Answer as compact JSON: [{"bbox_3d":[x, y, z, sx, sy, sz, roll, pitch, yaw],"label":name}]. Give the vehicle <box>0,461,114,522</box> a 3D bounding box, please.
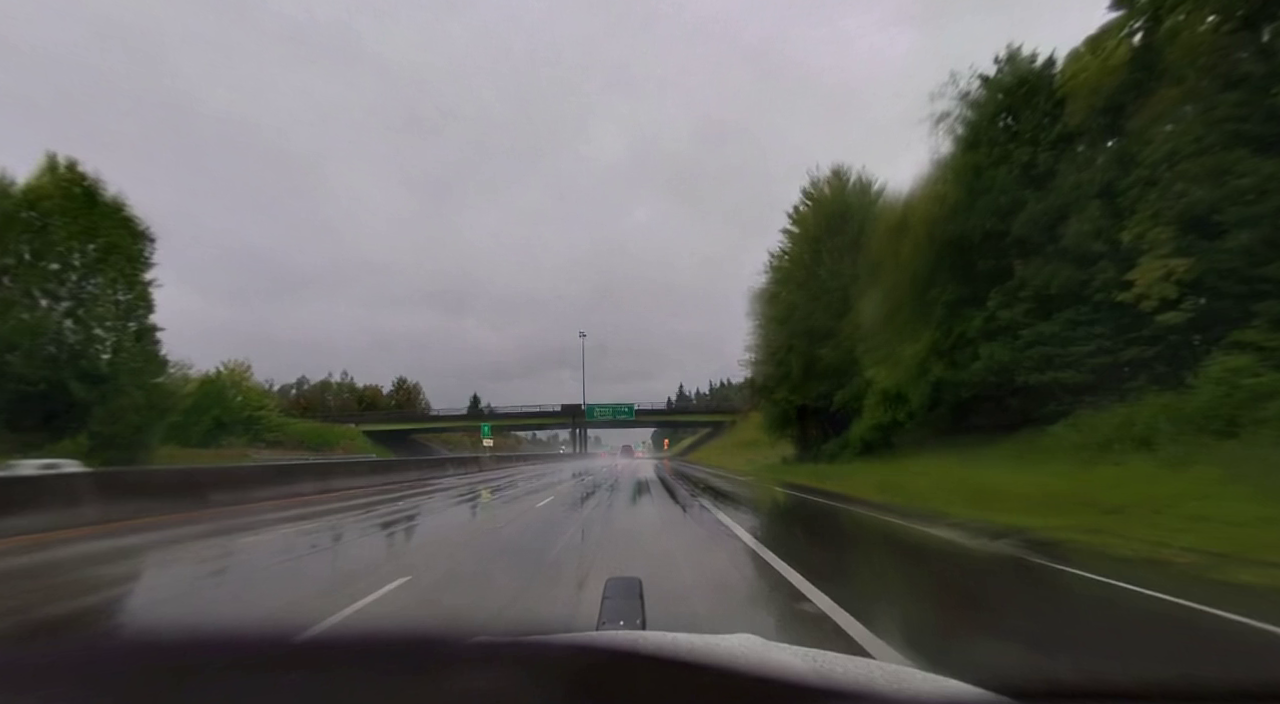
[{"bbox_3d":[-15.887,3.555,16.369,1.531,1.356,3.360,0,-9,-1],"label":"vehicle"}]
